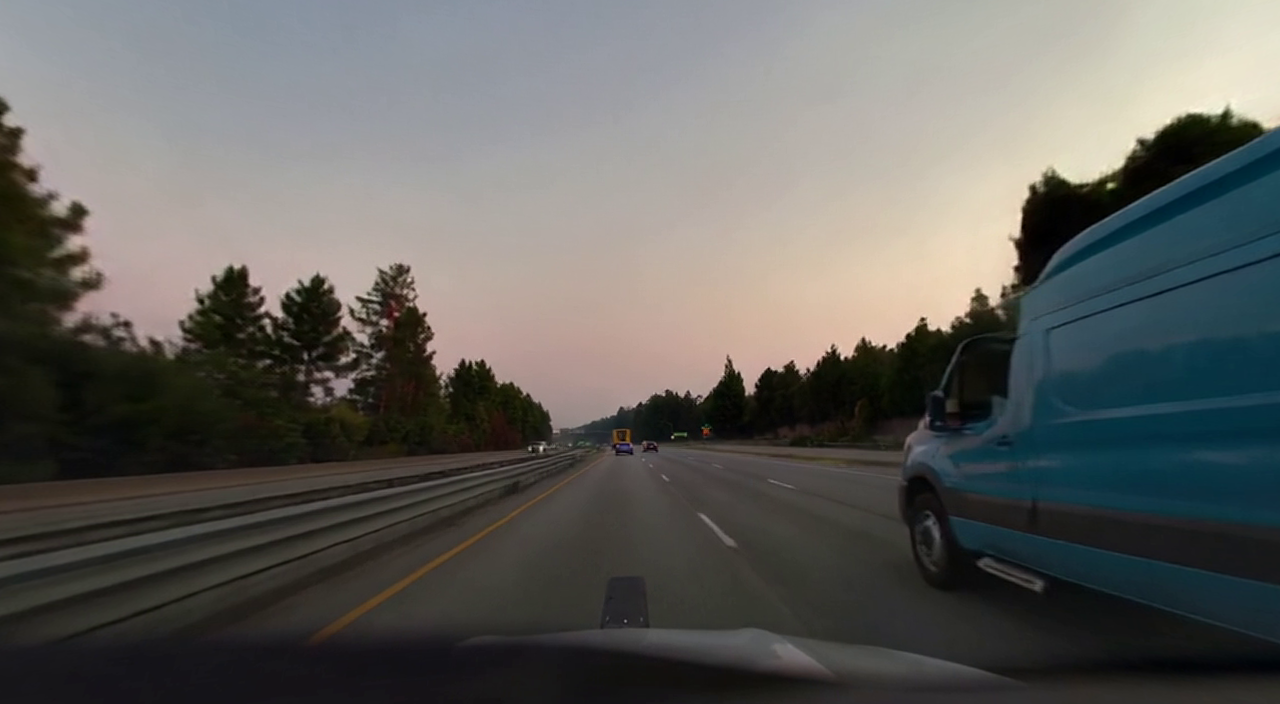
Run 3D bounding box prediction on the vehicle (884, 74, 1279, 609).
[{"bbox_3d":[6.784,-0.249,3.894,3.479,4.156,17.231,0,-9,-1],"label":"vehicle"}]
